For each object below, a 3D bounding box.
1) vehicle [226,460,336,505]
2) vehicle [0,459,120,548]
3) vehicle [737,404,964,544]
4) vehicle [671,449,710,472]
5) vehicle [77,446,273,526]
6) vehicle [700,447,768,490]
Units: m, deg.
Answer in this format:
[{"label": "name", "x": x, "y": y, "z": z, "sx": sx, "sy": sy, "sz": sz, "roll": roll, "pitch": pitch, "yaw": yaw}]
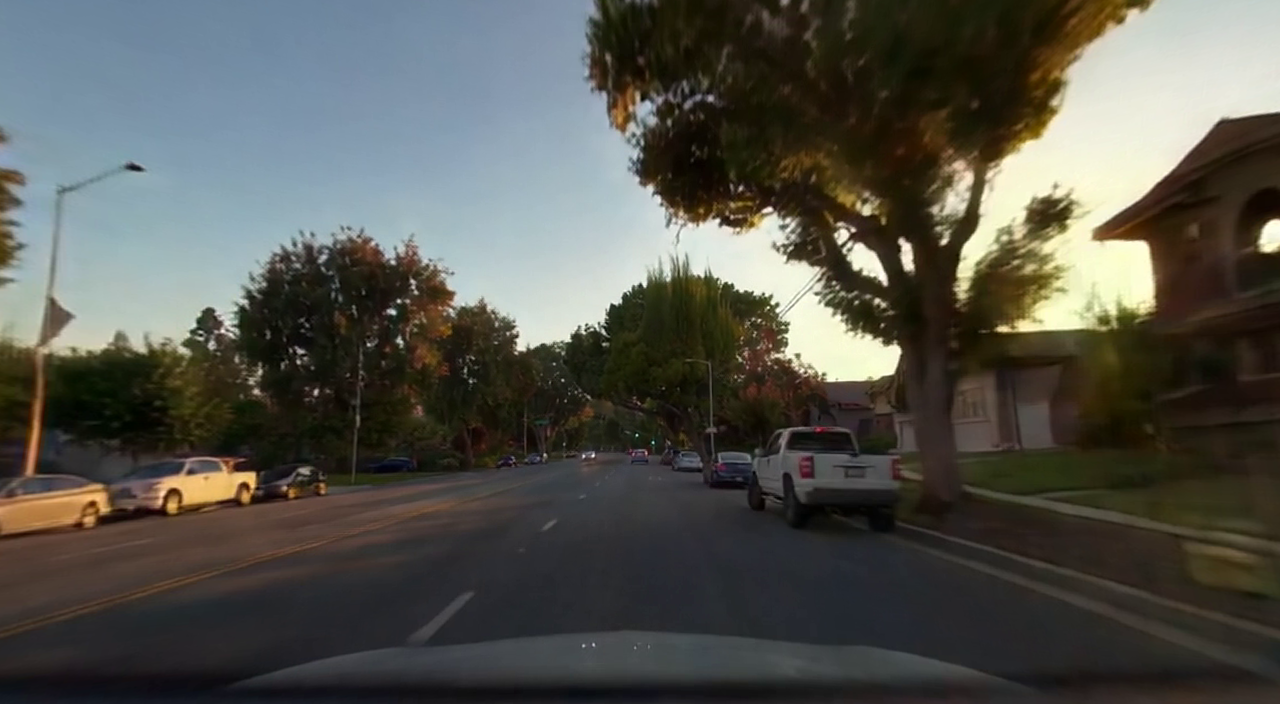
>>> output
[{"label": "vehicle", "x": -13.916, "y": 5.065, "z": 24.827, "sx": 1.798, "sy": 1.486, "sz": 4.353, "roll": 0, "pitch": -9, "yaw": -1}, {"label": "vehicle", "x": -13.879, "y": 3.225, "z": 13.641, "sx": 1.772, "sy": 1.736, "sz": 4.020, "roll": 0, "pitch": -9, "yaw": 1}, {"label": "vehicle", "x": 3.573, "y": 2.264, "z": 12.451, "sx": 2.327, "sy": 2.026, "sz": 6.259, "roll": 0, "pitch": -9, "yaw": 0}, {"label": "vehicle", "x": 3.349, "y": 7.319, "z": 42.837, "sx": 2.158, "sy": 1.477, "sz": 5.135, "roll": 0, "pitch": -9, "yaw": 0}, {"label": "vehicle", "x": -13.989, "y": 4.014, "z": 19.589, "sx": 2.213, "sy": 1.903, "sz": 5.326, "roll": -5, "pitch": -9, "yaw": -2}, {"label": "vehicle", "x": 3.476, "y": 4.404, "z": 24.200, "sx": 2.009, "sy": 1.468, "sz": 4.414, "roll": 0, "pitch": -9, "yaw": 1}]
